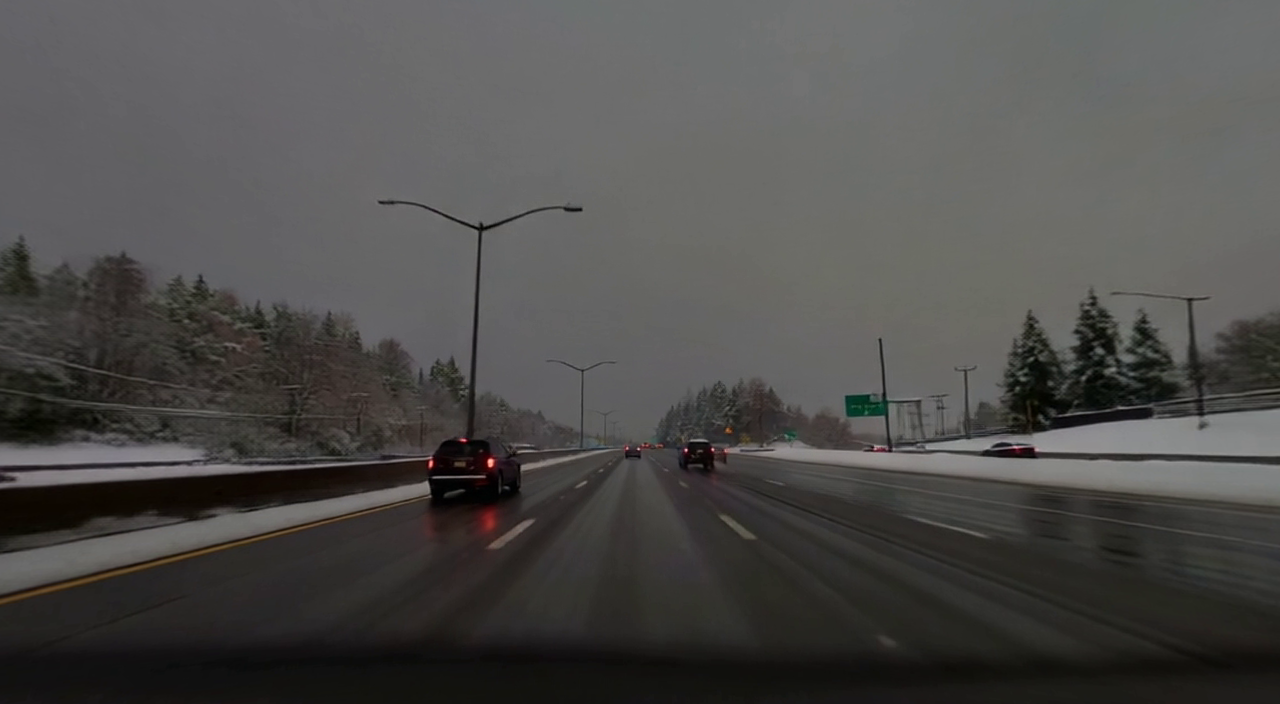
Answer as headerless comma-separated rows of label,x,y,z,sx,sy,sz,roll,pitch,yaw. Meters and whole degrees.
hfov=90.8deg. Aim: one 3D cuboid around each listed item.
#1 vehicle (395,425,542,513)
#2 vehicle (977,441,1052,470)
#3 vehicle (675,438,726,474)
vehicle,-3.691,2.620,14.603,2.099,1.682,4.590,0,-9,0
vehicle,24.331,6.716,41.294,2.070,1.782,5.006,-1,-9,4
vehicle,2.890,5.083,31.128,1.997,1.638,4.281,0,-8,-1
